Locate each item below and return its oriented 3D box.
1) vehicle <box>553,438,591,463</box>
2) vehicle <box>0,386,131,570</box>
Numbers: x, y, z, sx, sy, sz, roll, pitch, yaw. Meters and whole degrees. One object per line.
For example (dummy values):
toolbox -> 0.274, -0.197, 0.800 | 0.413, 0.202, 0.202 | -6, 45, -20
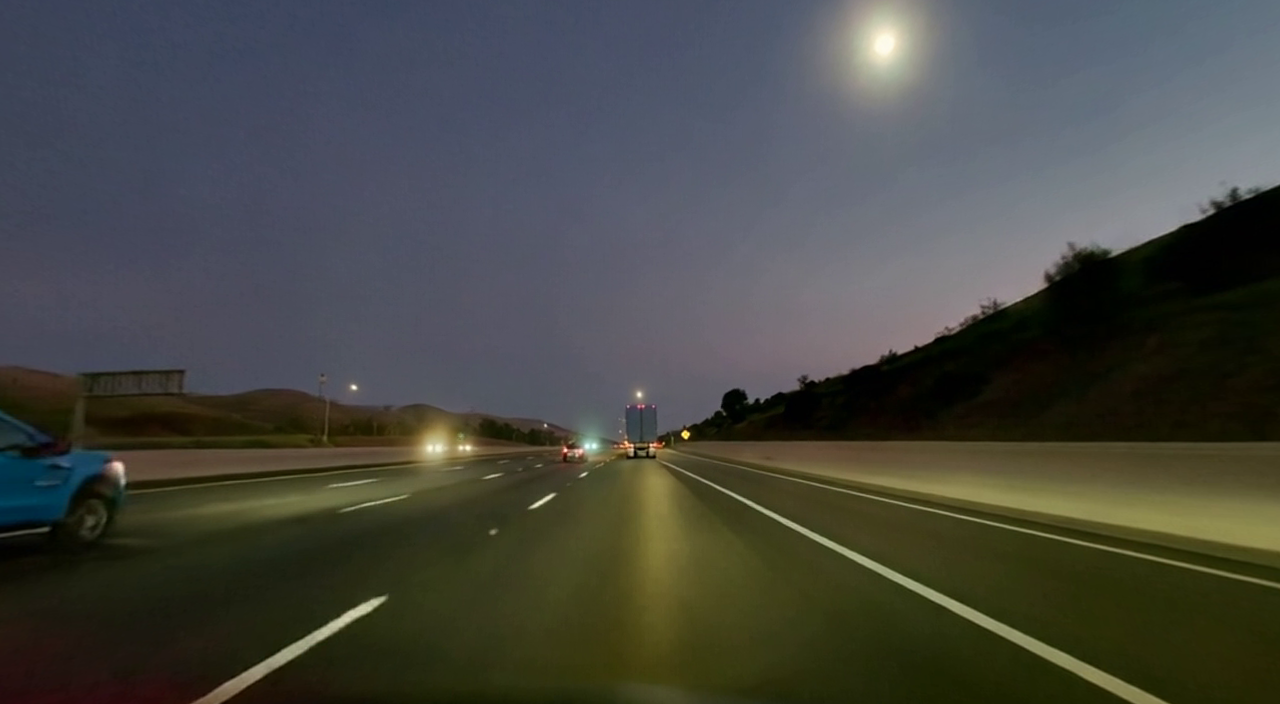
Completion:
vehicle -> -4.318, 6.296, 40.464 | 1.983, 1.508, 4.060 | 0, -8, 0
vehicle -> -7.513, 1.097, 5.211 | 2.113, 1.837, 5.339 | 0, -8, 0
